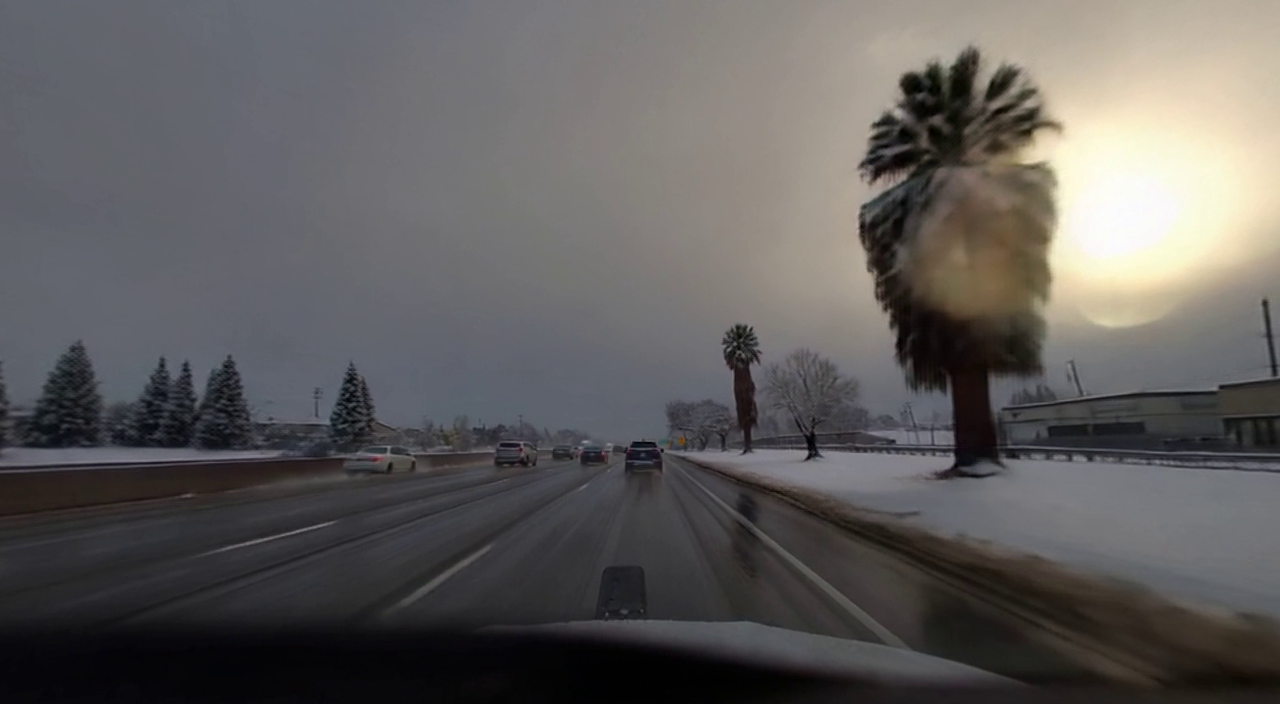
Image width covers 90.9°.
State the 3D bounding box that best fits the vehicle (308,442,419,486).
[{"bbox_3d":[-10.416,4.231,24.264,1.910,1.501,5.004,0,-8,2],"label":"vehicle"}]

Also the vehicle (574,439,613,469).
[{"bbox_3d":[-3.016,6.770,42.080,2.108,1.832,4.549,0,-8,2],"label":"vehicle"}]

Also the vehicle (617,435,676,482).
[{"bbox_3d":[0.248,4.177,24.975,2.136,1.678,4.052,0,-8,1],"label":"vehicle"}]

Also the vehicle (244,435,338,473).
[{"bbox_3d":[-20.689,6.038,37.749,2.304,2.072,5.532,0,-8,2],"label":"vehicle"}]

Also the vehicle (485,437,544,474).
[{"bbox_3d":[-6.616,5.507,33.823,2.105,1.790,4.689,0,-8,2],"label":"vehicle"}]
